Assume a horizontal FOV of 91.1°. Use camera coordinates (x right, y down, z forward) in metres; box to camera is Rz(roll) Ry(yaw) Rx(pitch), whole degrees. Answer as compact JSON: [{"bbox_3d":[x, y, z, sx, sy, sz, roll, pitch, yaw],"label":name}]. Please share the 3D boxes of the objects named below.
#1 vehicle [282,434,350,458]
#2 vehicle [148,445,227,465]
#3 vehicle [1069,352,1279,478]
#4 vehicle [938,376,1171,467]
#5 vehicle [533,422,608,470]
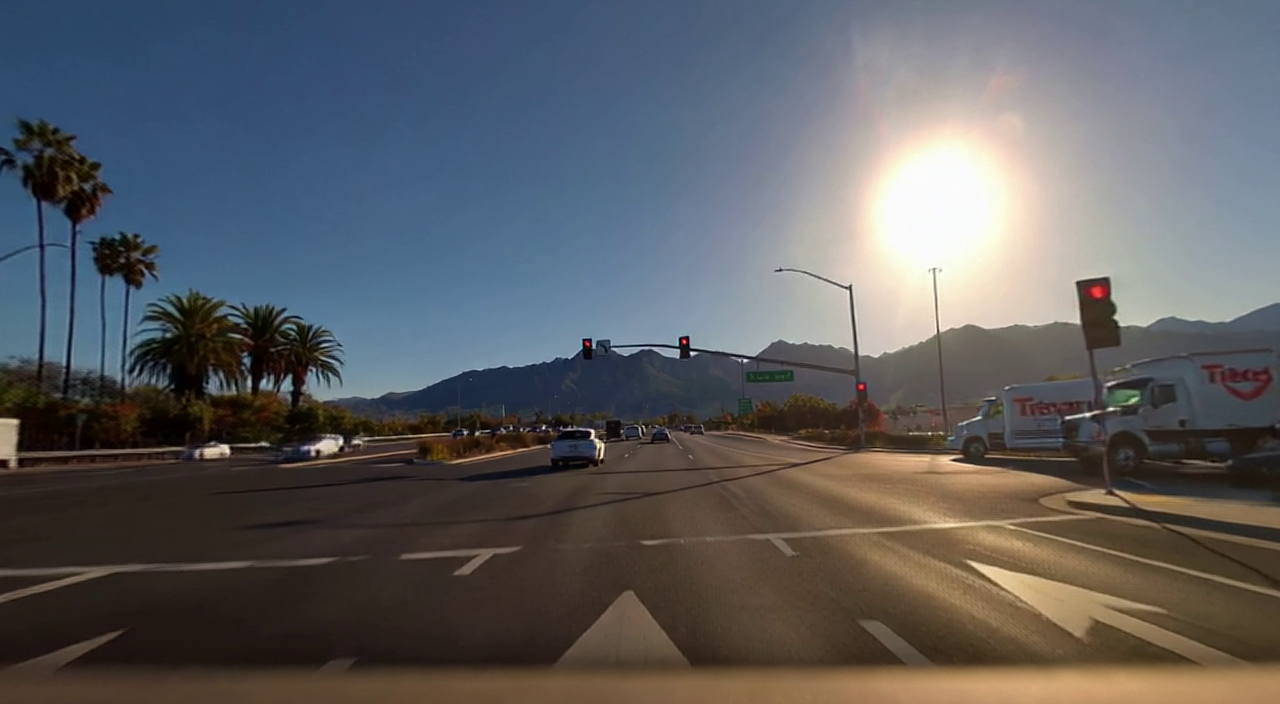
[{"bbox_3d":[-22.372,6.519,43.553,2.060,1.537,4.524,-1,-9,4],"label":"vehicle"},{"bbox_3d":[-35.820,8.179,49.886,1.874,1.505,4.935,-2,-9,14],"label":"vehicle"},{"bbox_3d":[18.334,2.169,20.945,5.512,3.865,3.002,-1,-9,3],"label":"vehicle"},{"bbox_3d":[16.630,2.936,25.893,7.088,3.414,3.237,-2,-9,12],"label":"vehicle"},{"bbox_3d":[-2.631,3.747,25.082,2.287,1.712,4.537,0,-9,3],"label":"vehicle"}]
